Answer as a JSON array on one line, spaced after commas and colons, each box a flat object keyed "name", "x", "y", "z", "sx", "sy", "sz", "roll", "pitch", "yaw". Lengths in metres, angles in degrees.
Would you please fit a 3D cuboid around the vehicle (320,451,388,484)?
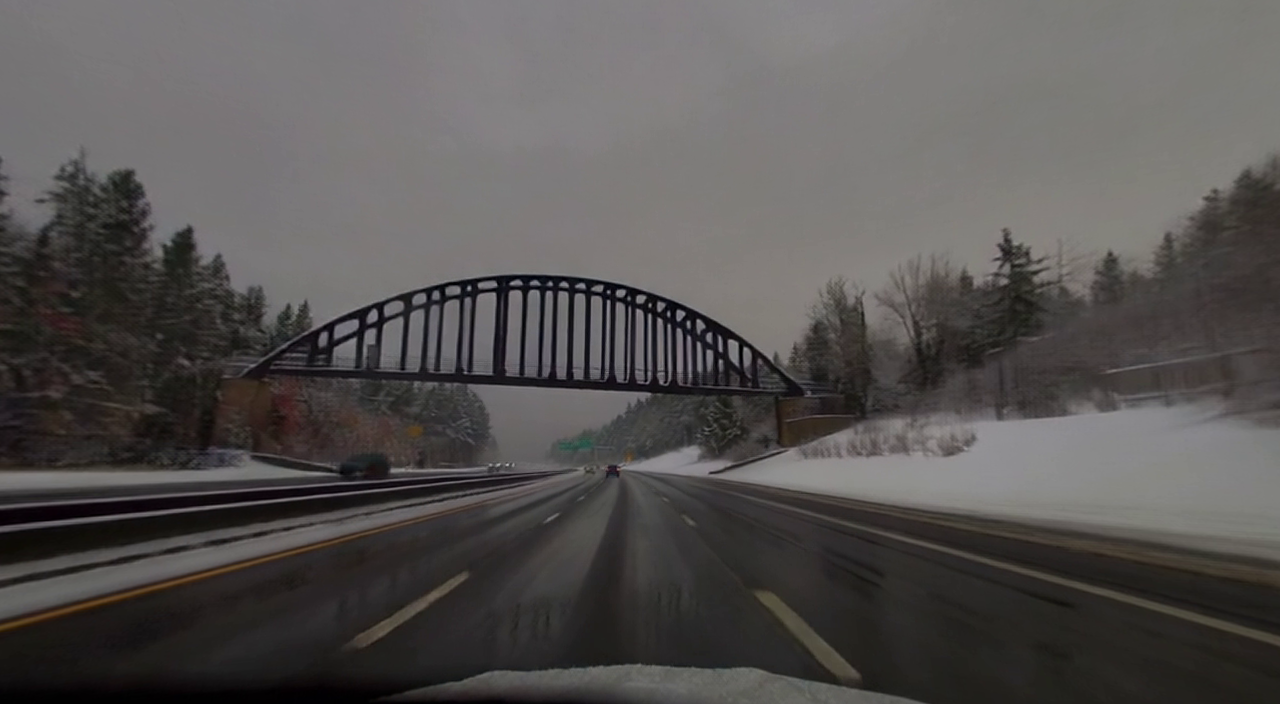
[{"name": "vehicle", "x": -16.375, "y": 6.673, "z": 36.353, "sx": 1.973, "sy": 1.717, "sz": 4.397, "roll": 1, "pitch": -10, "yaw": -2}]
